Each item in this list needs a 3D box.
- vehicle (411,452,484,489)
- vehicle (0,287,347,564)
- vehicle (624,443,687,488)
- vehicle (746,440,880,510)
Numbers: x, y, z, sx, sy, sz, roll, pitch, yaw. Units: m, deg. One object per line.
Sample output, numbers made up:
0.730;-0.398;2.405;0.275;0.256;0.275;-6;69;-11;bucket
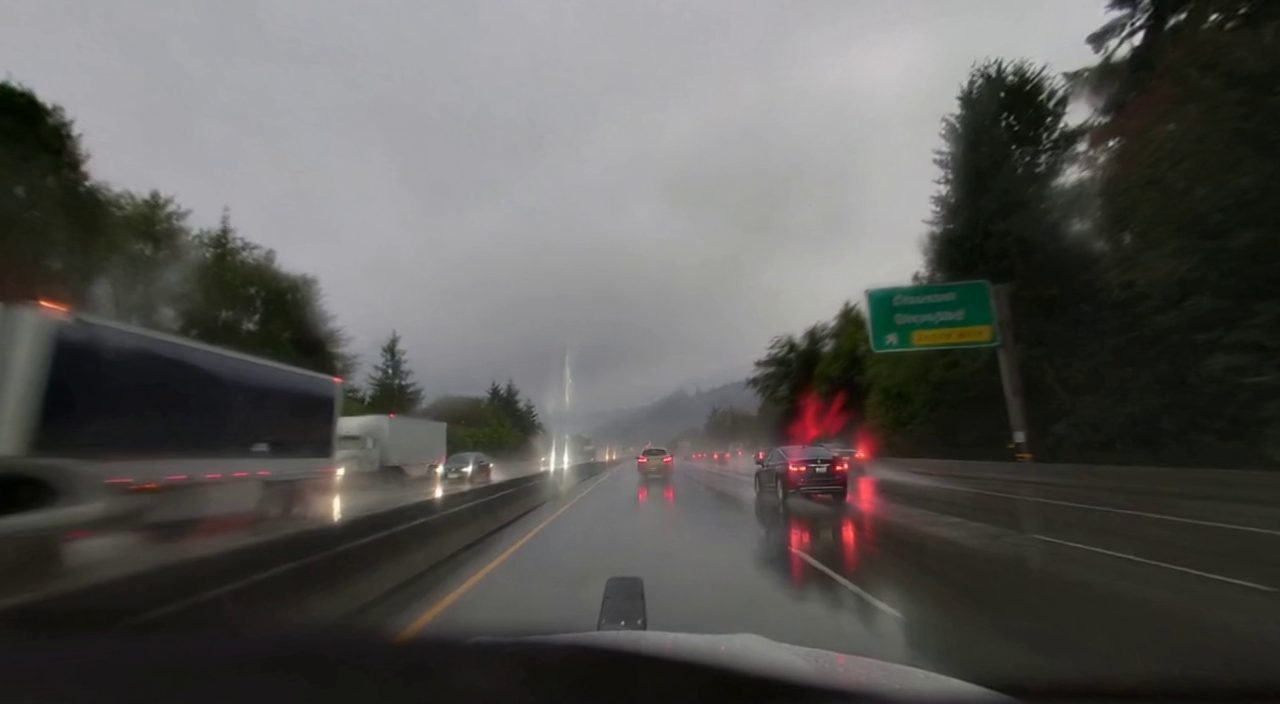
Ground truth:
-8.569;5.291;28.470;1.985;1.458;4.230;0;-9;0;vehicle
-11.732;1.813;14.118;3.263;4.326;14.657;0;-9;0;vehicle
0.539;4.251;23.846;2.177;1.520;4.278;0;-9;0;vehicle
4.044;2.952;15.614;2.029;1.475;4.279;0;-9;-1;vehicle
